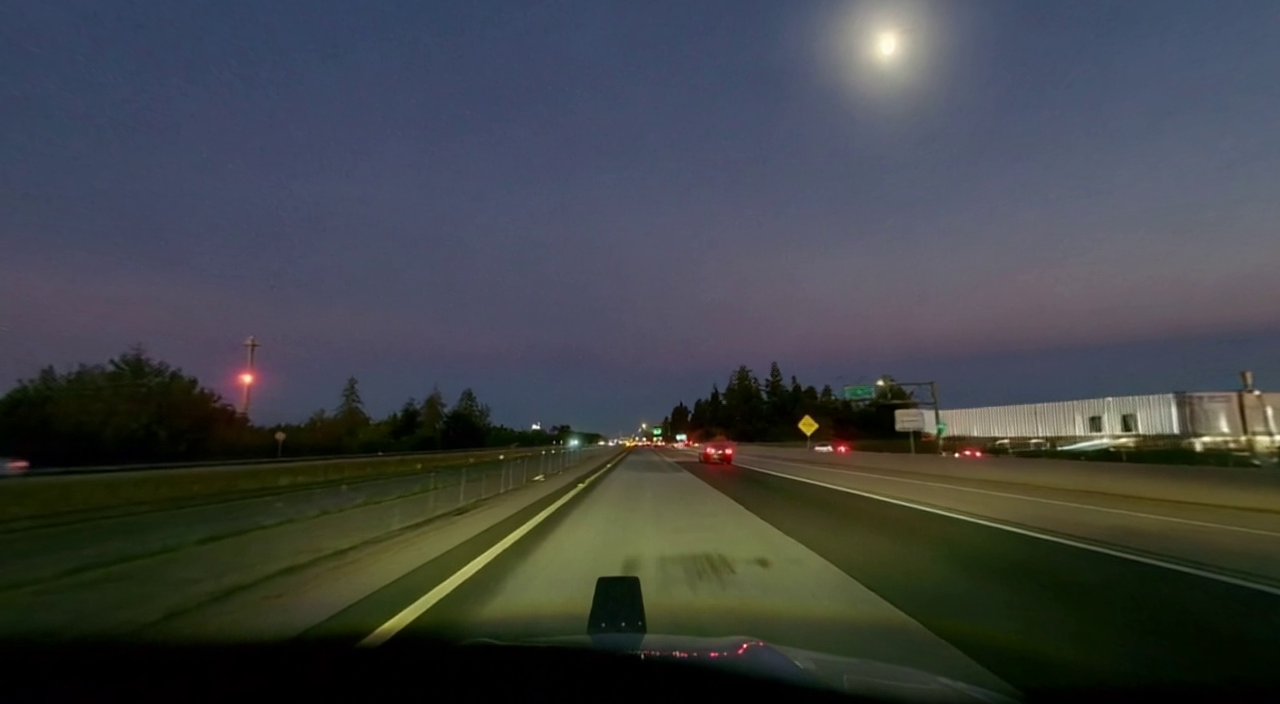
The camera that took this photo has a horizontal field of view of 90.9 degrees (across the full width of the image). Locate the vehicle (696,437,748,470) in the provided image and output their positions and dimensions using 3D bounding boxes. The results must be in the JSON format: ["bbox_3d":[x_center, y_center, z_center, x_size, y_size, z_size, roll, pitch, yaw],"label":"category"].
[{"bbox_3d":[4.066,5.107,31.851,2.062,1.518,4.026,0,-8,-1],"label":"vehicle"}]
